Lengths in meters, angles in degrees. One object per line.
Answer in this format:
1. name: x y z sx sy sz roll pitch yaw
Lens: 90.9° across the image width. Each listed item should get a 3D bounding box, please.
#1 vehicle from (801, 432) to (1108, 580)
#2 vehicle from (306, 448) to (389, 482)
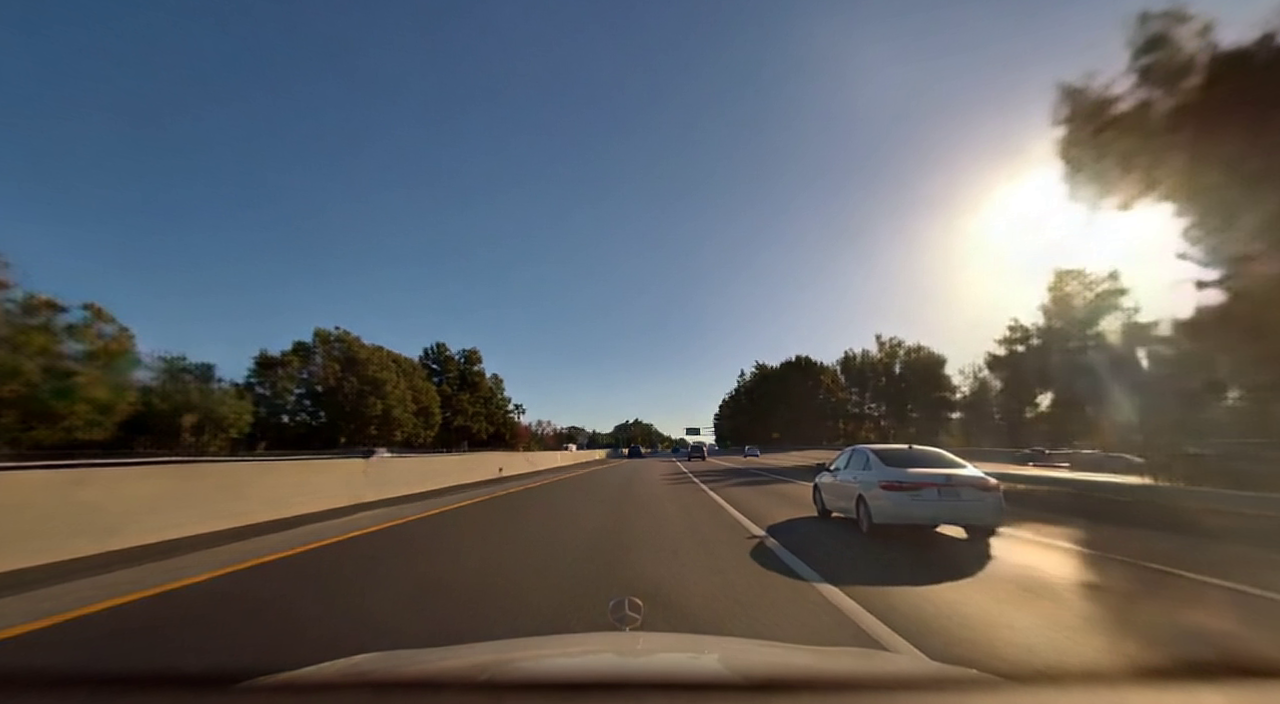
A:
1. vehicle: 3.707 1.876 8.488 1.938 1.456 4.204 0 -9 0
2. vehicle: -15.557 6.029 33.892 2.005 1.651 4.817 -1 -9 2
